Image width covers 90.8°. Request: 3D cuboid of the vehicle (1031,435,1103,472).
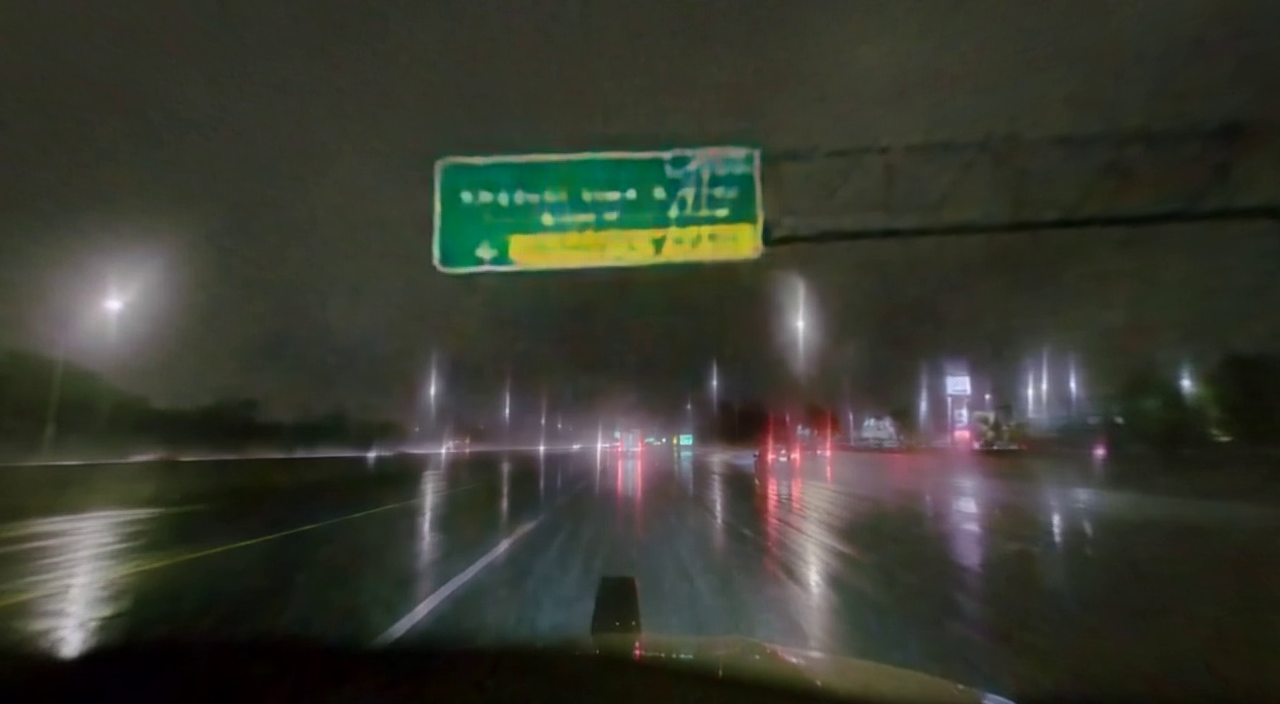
[{"bbox_3d":[24.915,5.852,36.714,2.669,1.972,6.141,-7,-11,39],"label":"vehicle"}]
